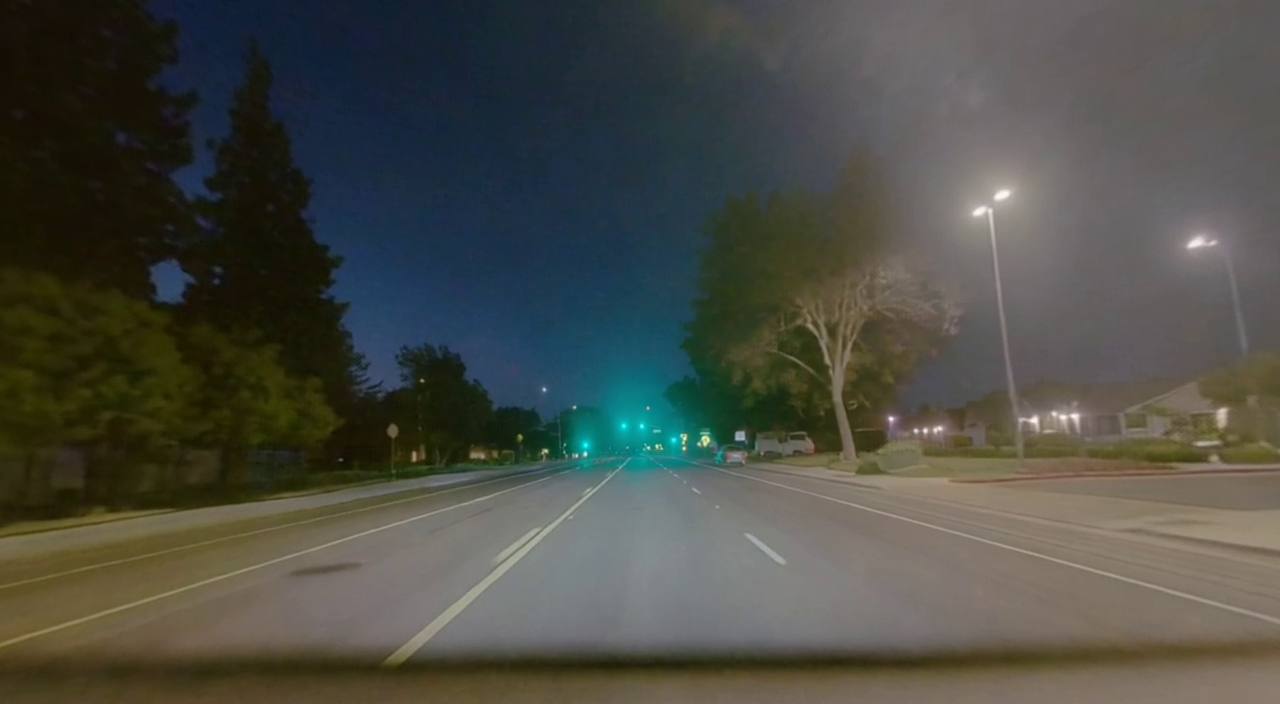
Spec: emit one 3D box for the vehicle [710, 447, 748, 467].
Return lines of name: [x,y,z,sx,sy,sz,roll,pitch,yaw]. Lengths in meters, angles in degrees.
vehicle: [6.614,7.847,47.459,1.993,1.461,4.269,1,-8,-3]
